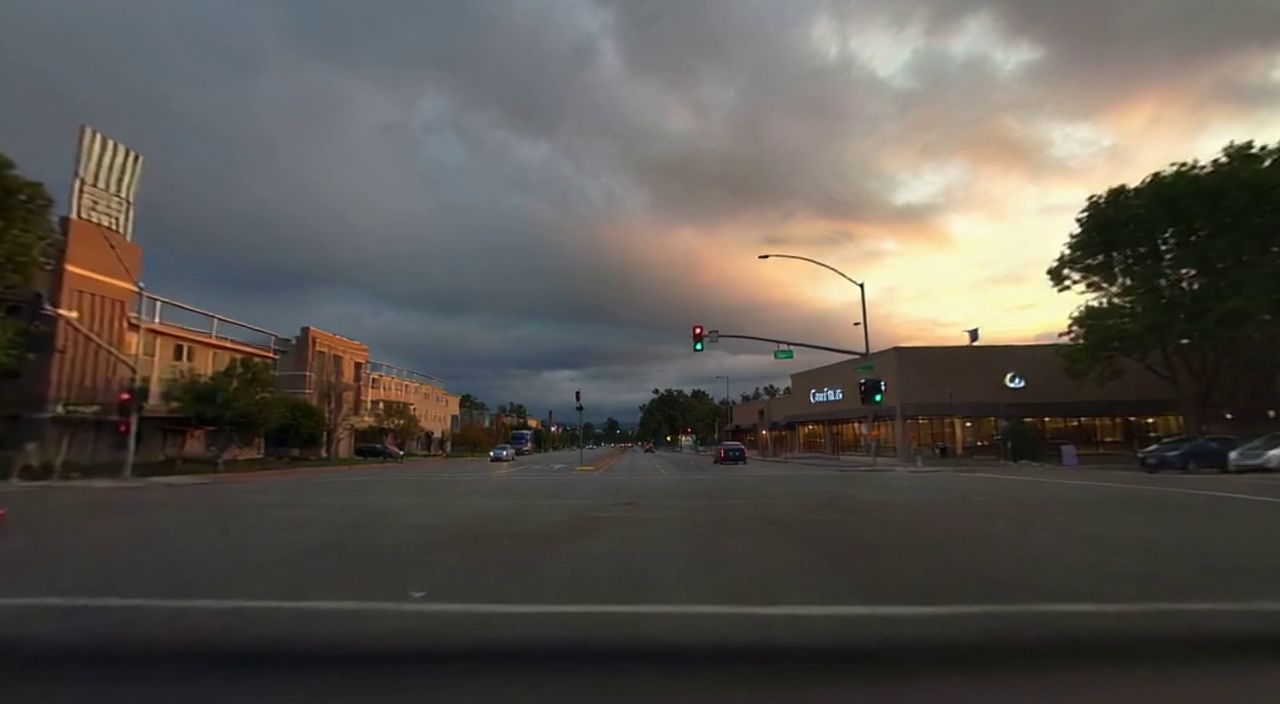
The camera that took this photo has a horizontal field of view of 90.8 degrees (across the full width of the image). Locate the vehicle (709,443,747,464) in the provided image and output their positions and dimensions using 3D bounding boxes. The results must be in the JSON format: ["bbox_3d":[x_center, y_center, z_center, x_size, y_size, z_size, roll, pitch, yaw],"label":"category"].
[{"bbox_3d":[6.261,7.286,45.365,1.916,1.437,4.327,0,-9,-3],"label":"vehicle"}]

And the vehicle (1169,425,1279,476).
[{"bbox_3d":[19.613,3.048,19.616,4.722,1.477,1.964,1,-9,-4],"label":"vehicle"}]
